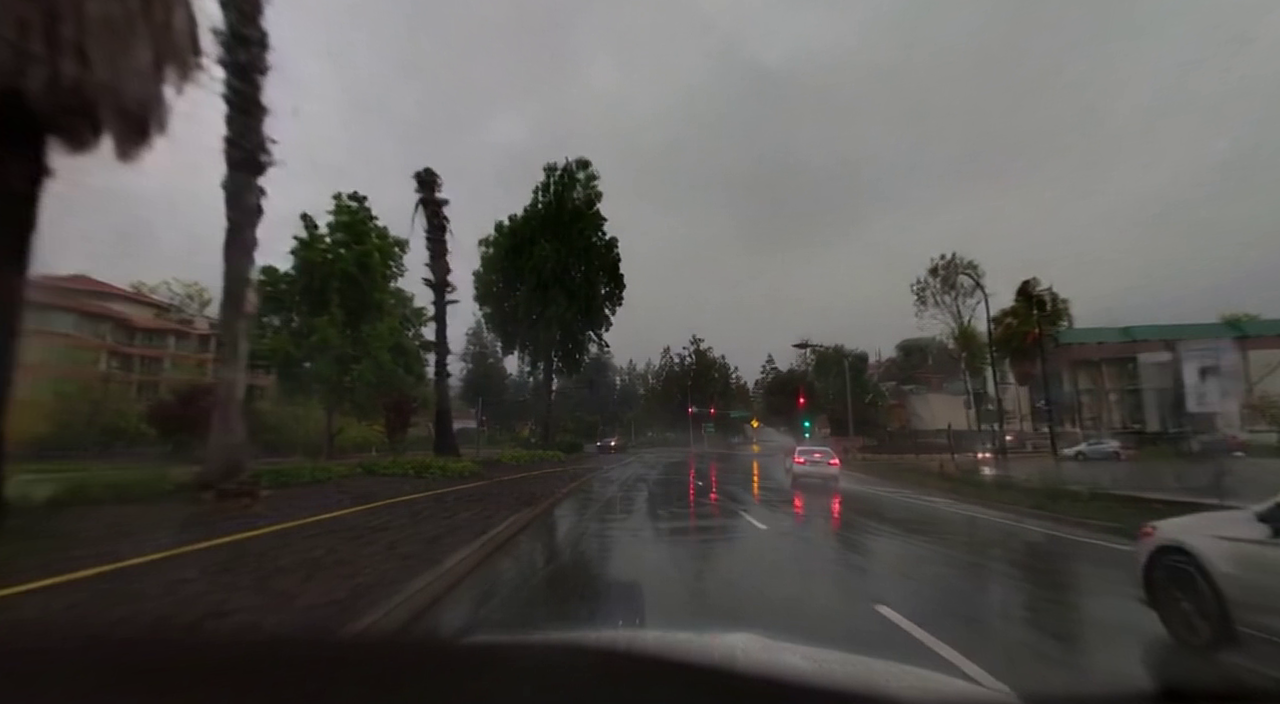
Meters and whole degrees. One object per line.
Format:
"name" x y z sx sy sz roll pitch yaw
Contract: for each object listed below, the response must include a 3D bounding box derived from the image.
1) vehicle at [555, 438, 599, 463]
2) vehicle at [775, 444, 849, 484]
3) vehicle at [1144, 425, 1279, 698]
"vehicle" -4.475 7.151 45.906 2.072 1.738 4.757 -1 -9 8
"vehicle" 7.041 4.602 26.340 2.144 1.473 4.638 -1 -8 5
"vehicle" 4.473 0.989 2.399 1.993 1.483 3.821 0 -8 2
